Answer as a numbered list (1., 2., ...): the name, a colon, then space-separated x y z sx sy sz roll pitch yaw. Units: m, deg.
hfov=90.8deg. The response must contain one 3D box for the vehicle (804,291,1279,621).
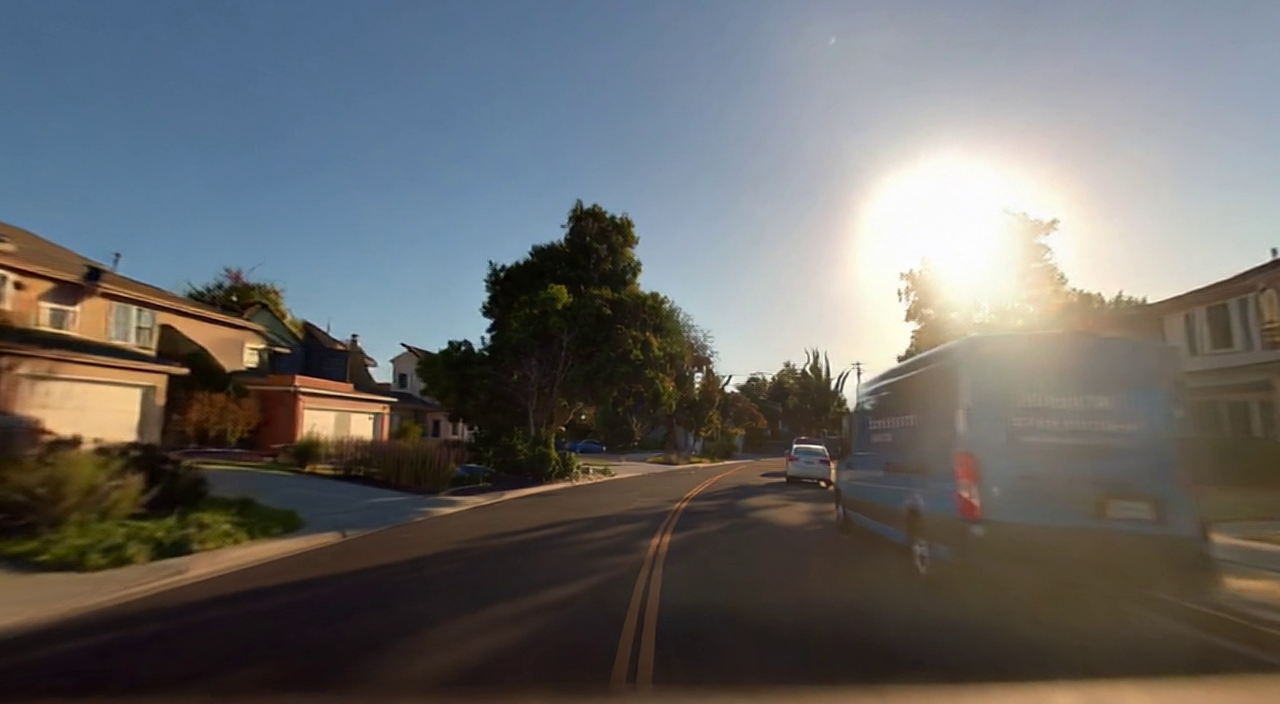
1. vehicle: 4.170 1.288 8.407 2.684 2.712 6.197 -1 -9 4

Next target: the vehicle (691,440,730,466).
1. vehicle: 4.869 7.109 44.659 2.278 1.704 5.321 0 -9 2
